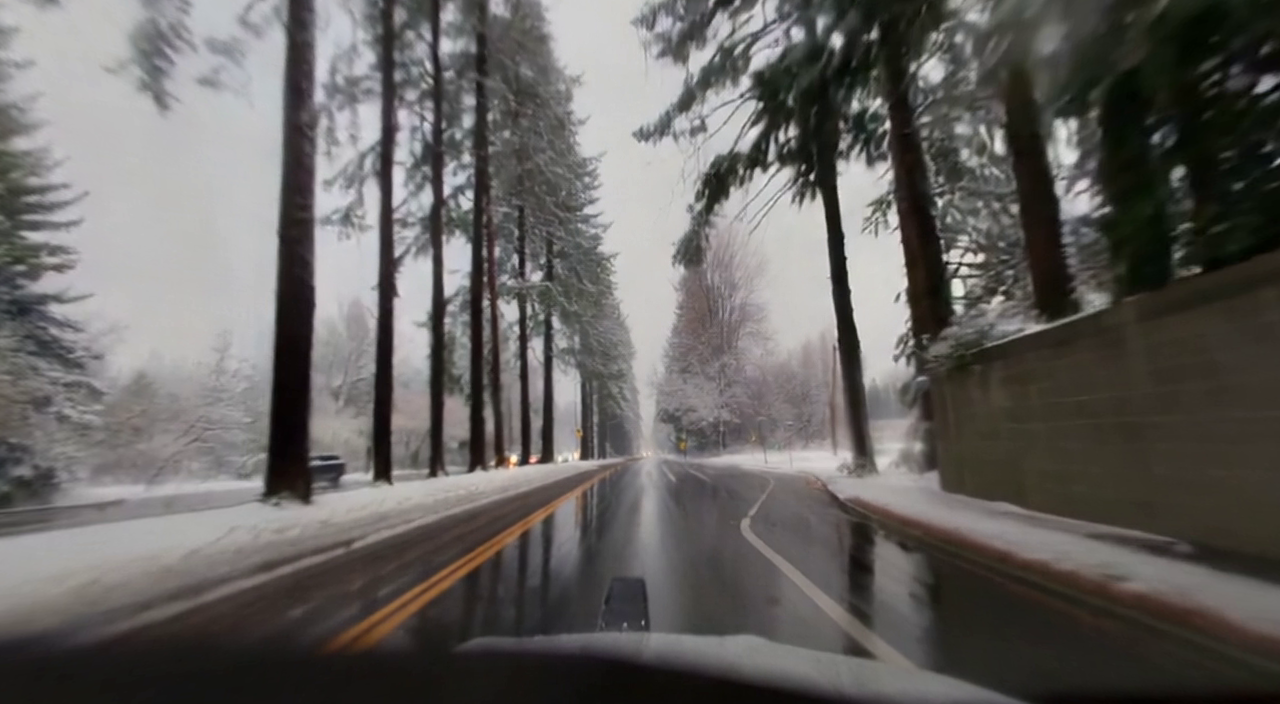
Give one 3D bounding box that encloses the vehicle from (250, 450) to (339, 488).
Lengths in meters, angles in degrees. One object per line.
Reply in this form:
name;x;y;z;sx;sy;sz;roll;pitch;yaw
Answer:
vehicle;-18.027;6.080;33.179;1.975;1.815;4.629;0;-8;1
